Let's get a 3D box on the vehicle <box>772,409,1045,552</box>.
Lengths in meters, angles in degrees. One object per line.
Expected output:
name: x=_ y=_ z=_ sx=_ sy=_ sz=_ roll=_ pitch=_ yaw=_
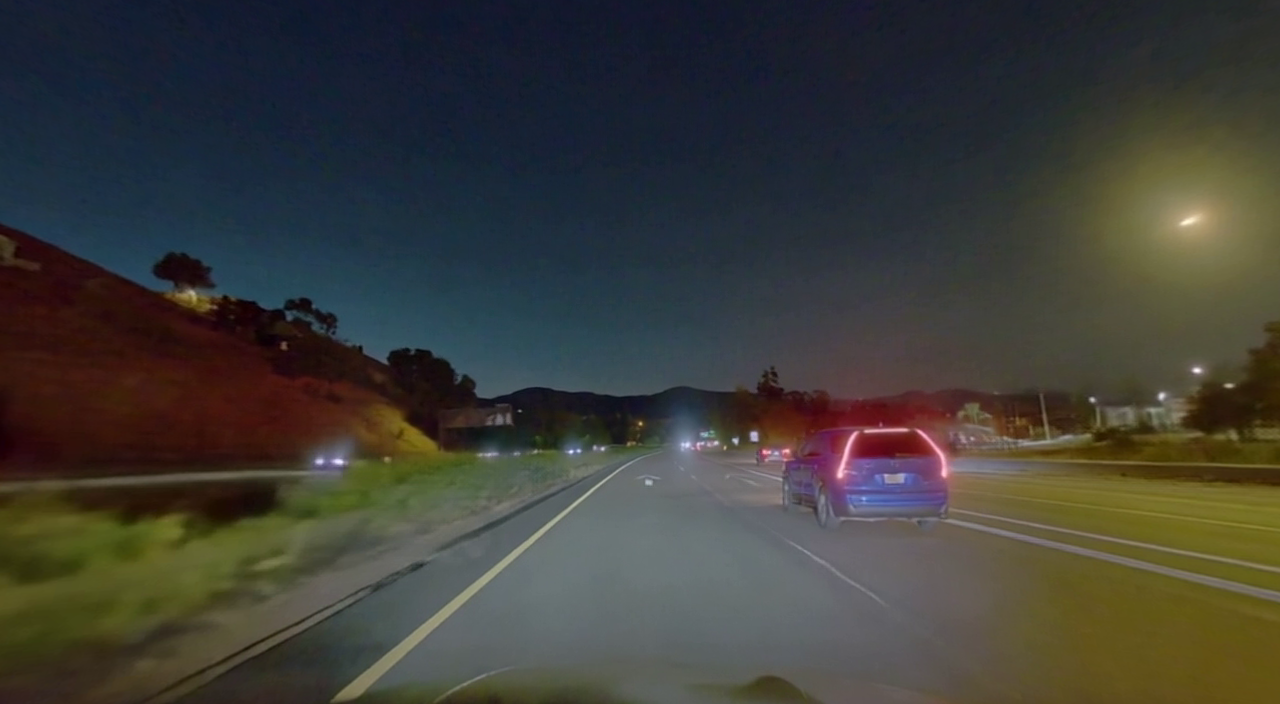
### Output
vehicle: x=3.857 y=1.950 z=10.238 sx=2.318 sy=1.766 sz=4.587 roll=0 pitch=-9 yaw=-1

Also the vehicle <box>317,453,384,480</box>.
vehicle: x=-17.552 y=6.934 z=38.414 sx=1.874 sy=1.479 sz=4.503 roll=-1 pitch=-9 yaw=1
